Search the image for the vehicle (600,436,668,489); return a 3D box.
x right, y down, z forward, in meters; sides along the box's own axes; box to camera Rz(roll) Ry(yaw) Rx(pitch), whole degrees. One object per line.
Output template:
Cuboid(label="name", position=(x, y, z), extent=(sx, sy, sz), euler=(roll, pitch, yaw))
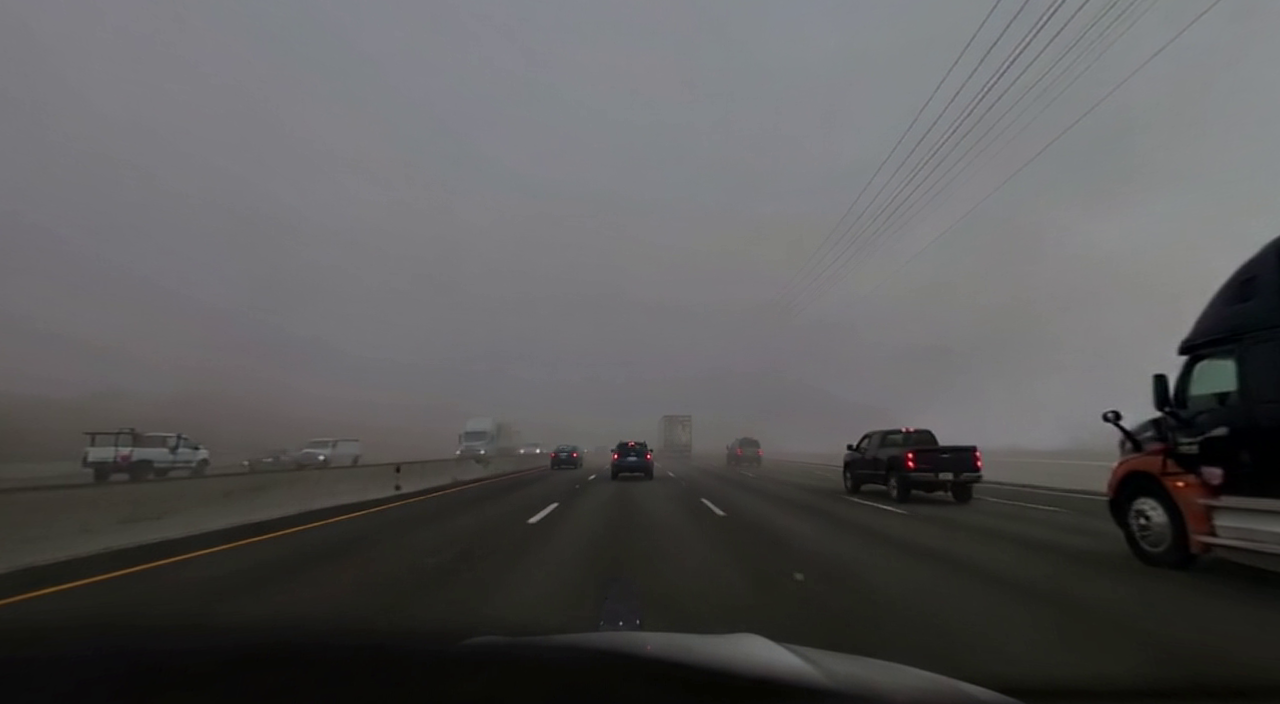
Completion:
Cuboid(label="vehicle", position=(-0.200, 3.894, 22.517), extent=(2.191, 1.685, 4.015), euler=(0, -9, 0))

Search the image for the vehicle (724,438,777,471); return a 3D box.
Cuboid(label="vehicle", position=(7.026, 6.569, 40.785), extent=(2.302, 1.973, 5.502), euler=(0, -9, -1))

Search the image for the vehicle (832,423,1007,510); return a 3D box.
Cuboid(label="vehicle", position=(6.861, 2.887, 16.332), extent=(2.086, 1.862, 5.232), euler=(0, -9, 0))

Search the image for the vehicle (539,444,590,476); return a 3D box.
Cuboid(label="vehicle", position=(-3.766, 5.476, 32.251), extent=(2.025, 1.498, 4.675), euler=(0, -9, 0))

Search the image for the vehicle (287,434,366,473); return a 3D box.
Cuboid(label="vehicle", position=(-20.947, 6.816, 42.585), extent=(2.247, 2.391, 5.960), euler=(0, -9, 0))

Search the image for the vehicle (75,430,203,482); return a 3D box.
Cuboid(label="vehicle", position=(-31.755, 6.533, 40.503), extent=(2.736, 2.994, 6.731), euler=(0, -7, -1))
